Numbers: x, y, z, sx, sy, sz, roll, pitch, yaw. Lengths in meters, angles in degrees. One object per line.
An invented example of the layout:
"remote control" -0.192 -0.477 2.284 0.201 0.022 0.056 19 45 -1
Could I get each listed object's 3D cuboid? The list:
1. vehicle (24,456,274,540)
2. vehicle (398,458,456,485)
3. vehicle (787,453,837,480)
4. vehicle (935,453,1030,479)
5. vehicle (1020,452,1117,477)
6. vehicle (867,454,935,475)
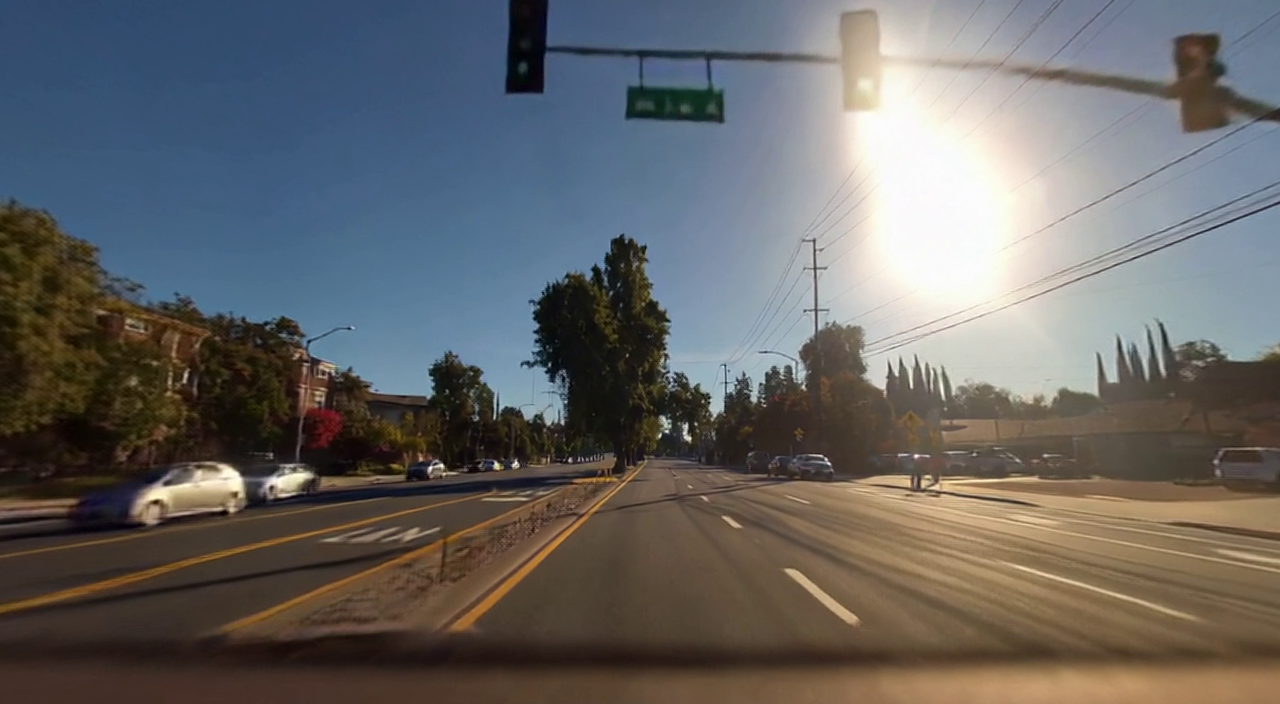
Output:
"vehicle" -10.458 3.084 14.002 1.899 1.464 4.418 0 -8 2
"vehicle" -13.591 7.640 40.502 2.047 1.467 4.611 0 -8 1
"vehicle" 12.309 8.212 45.414 2.182 1.768 4.904 0 -8 0
"vehicle" 20.823 6.941 38.416 4.664 1.504 1.816 0 -9 2
"vehicle" 25.667 6.752 37.887 4.368 1.394 1.983 1 -10 0
"vehicle" 20.117 8.698 48.837 4.643 1.520 1.894 -3 -9 18
